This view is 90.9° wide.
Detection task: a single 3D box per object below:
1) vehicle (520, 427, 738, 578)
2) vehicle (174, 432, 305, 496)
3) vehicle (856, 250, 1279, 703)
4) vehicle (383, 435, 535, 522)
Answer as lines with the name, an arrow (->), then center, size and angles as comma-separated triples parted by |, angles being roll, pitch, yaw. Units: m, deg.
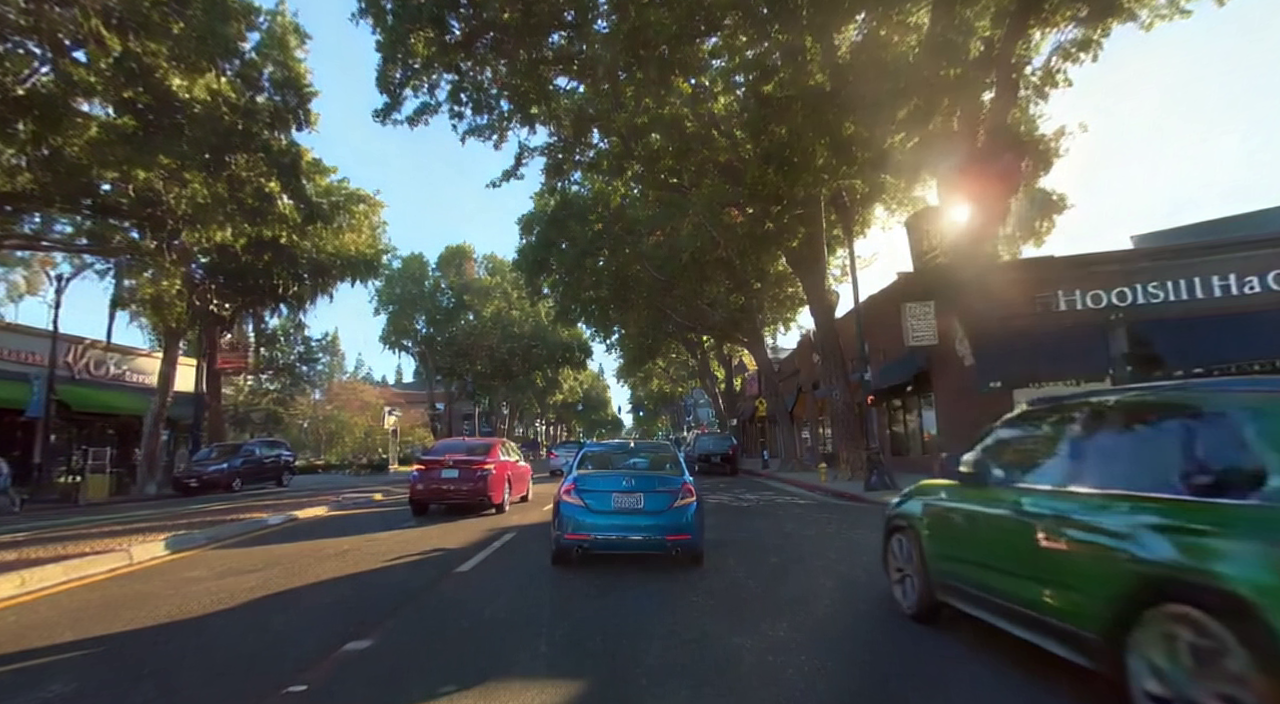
vehicle -> -0.114, 1.801, 8.336 | 2.160, 1.482, 4.037 | 0, -9, 0
vehicle -> -19.166, 5.357, 30.671 | 2.286, 2.777, 5.926 | 0, -9, 2
vehicle -> 3.267, 0.898, 3.877 | 2.152, 1.987, 4.527 | 0, -9, -1
vehicle -> -3.454, 2.492, 12.914 | 1.905, 1.473, 4.016 | 0, -9, 0
